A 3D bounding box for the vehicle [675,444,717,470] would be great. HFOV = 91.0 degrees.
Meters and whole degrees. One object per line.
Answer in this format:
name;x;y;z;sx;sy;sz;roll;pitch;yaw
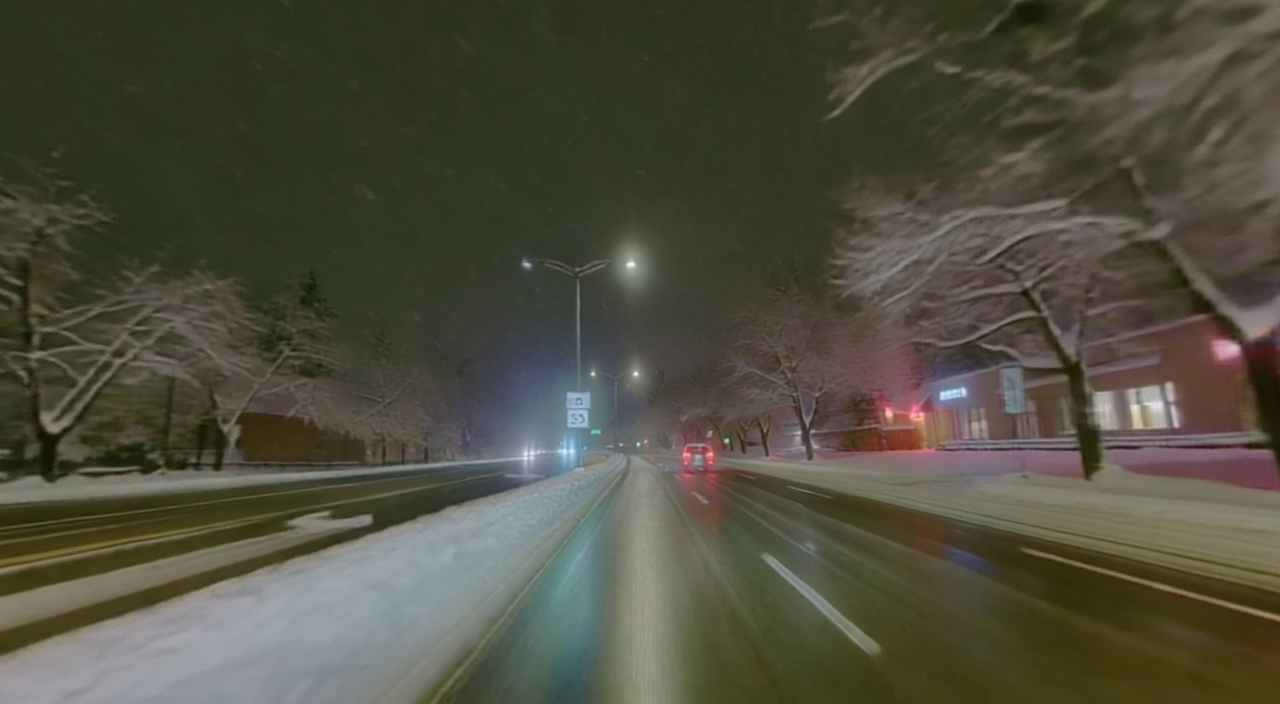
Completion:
vehicle;3.359;6.412;38.679;2.015;1.479;4.444;0;-9;-2
